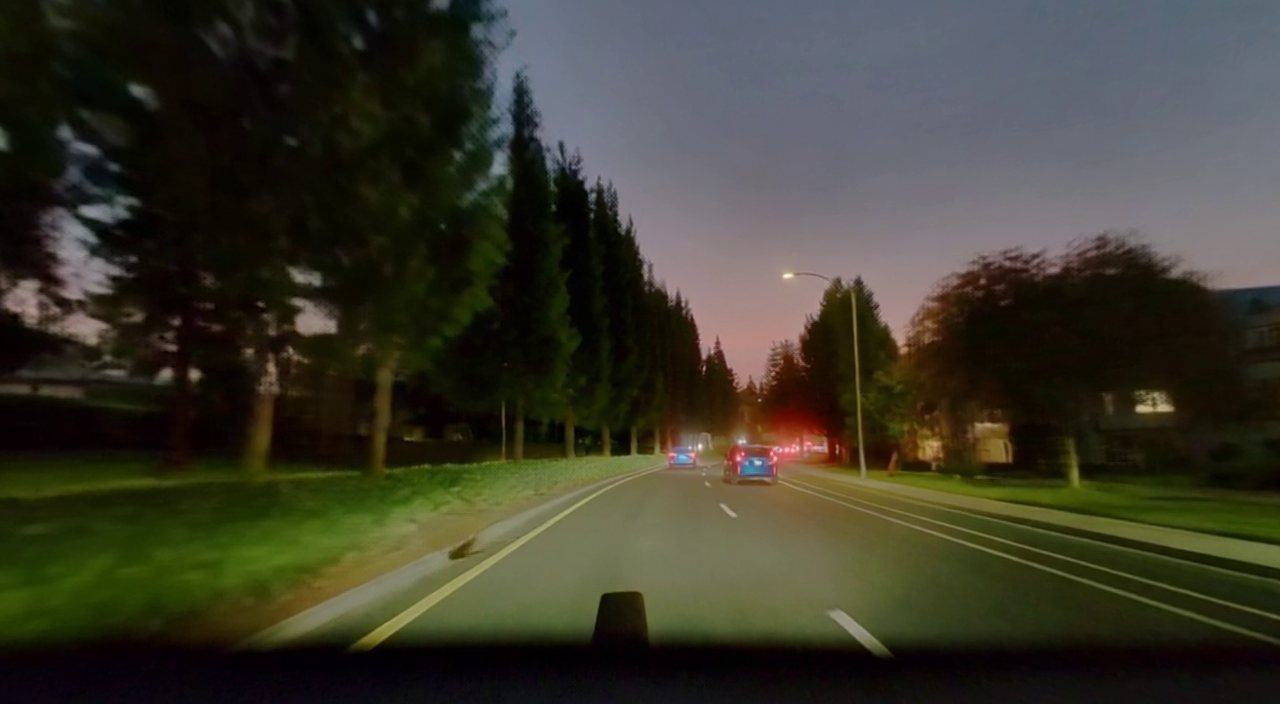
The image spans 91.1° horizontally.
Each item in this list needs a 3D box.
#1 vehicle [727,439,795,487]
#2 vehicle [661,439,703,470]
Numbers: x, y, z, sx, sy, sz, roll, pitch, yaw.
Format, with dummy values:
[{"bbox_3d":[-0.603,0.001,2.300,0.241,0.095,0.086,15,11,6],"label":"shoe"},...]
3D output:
[{"bbox_3d":[4.520,4.197,24.142,1.971,1.663,4.287,-1,-8,3],"label":"vehicle"},{"bbox_3d":[2.726,6.406,39.491,2.251,1.822,4.391,-1,-8,8],"label":"vehicle"}]
